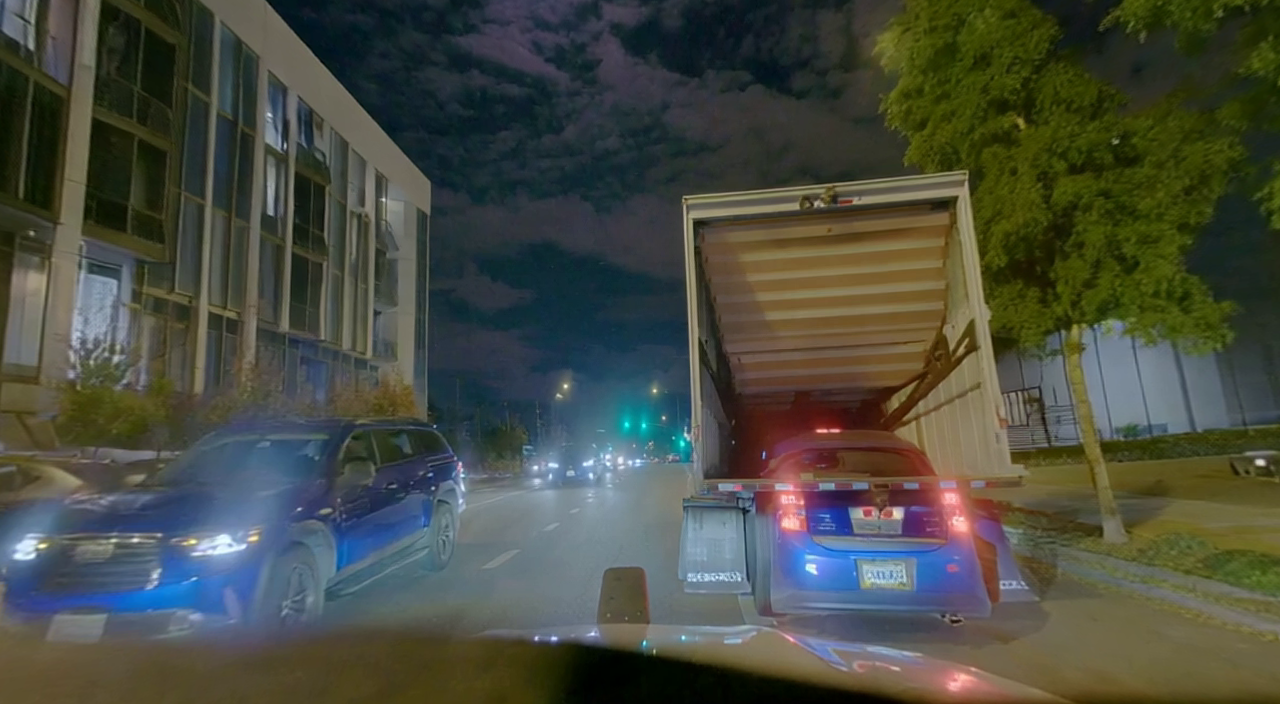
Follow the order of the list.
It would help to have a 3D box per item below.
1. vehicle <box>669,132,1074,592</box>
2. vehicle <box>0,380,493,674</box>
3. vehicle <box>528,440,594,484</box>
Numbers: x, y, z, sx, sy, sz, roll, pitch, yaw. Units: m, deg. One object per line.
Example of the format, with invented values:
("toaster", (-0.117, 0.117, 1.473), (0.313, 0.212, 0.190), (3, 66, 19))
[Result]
("vehicle", (2.526, 0.832, 11.333), (3.320, 4.034, 11.553), (-1, -8, 6))
("vehicle", (-3.263, 1.427, 6.381), (2.223, 1.804, 4.746), (0, -8, 2))
("vehicle", (-3.037, 4.321, 25.055), (2.183, 1.563, 4.257), (0, -8, -2))
